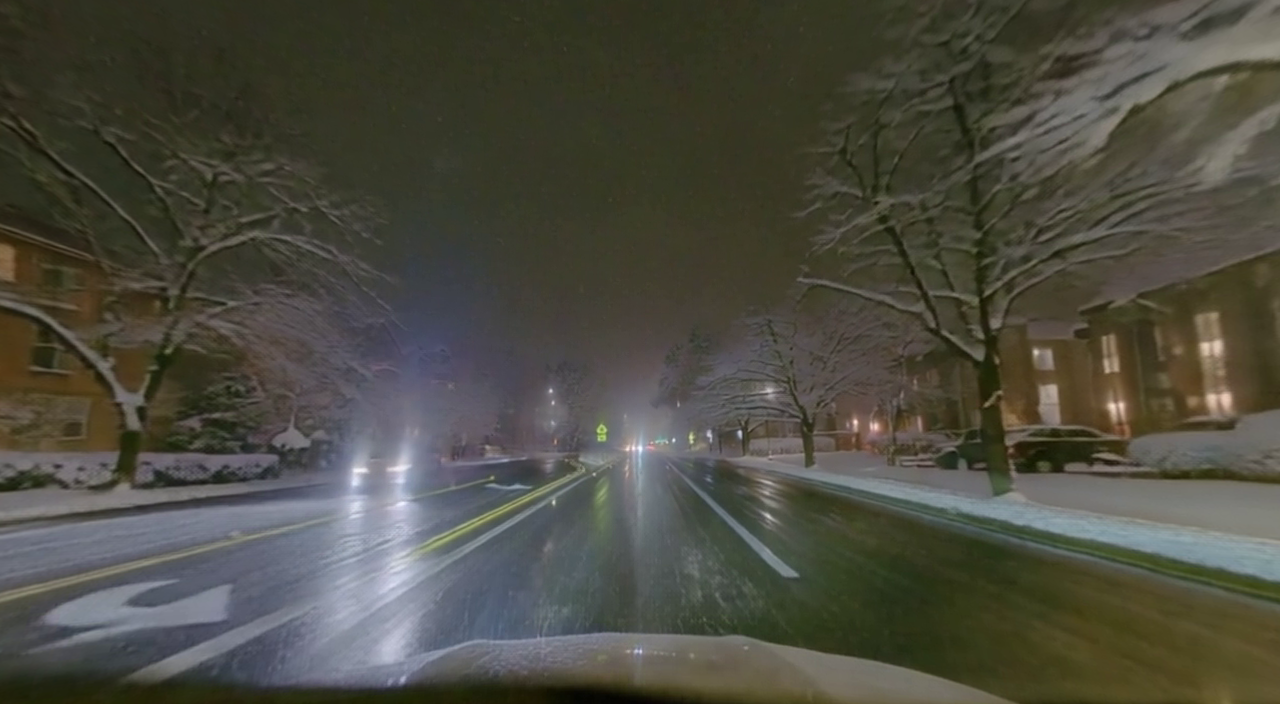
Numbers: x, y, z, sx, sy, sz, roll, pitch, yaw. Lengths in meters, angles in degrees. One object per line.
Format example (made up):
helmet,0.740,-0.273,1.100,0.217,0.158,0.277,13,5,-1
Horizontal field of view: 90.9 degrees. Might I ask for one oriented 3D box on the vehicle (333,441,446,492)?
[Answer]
vehicle,-8.415,3.856,21.663,2.044,1.548,4.284,0,-8,1
